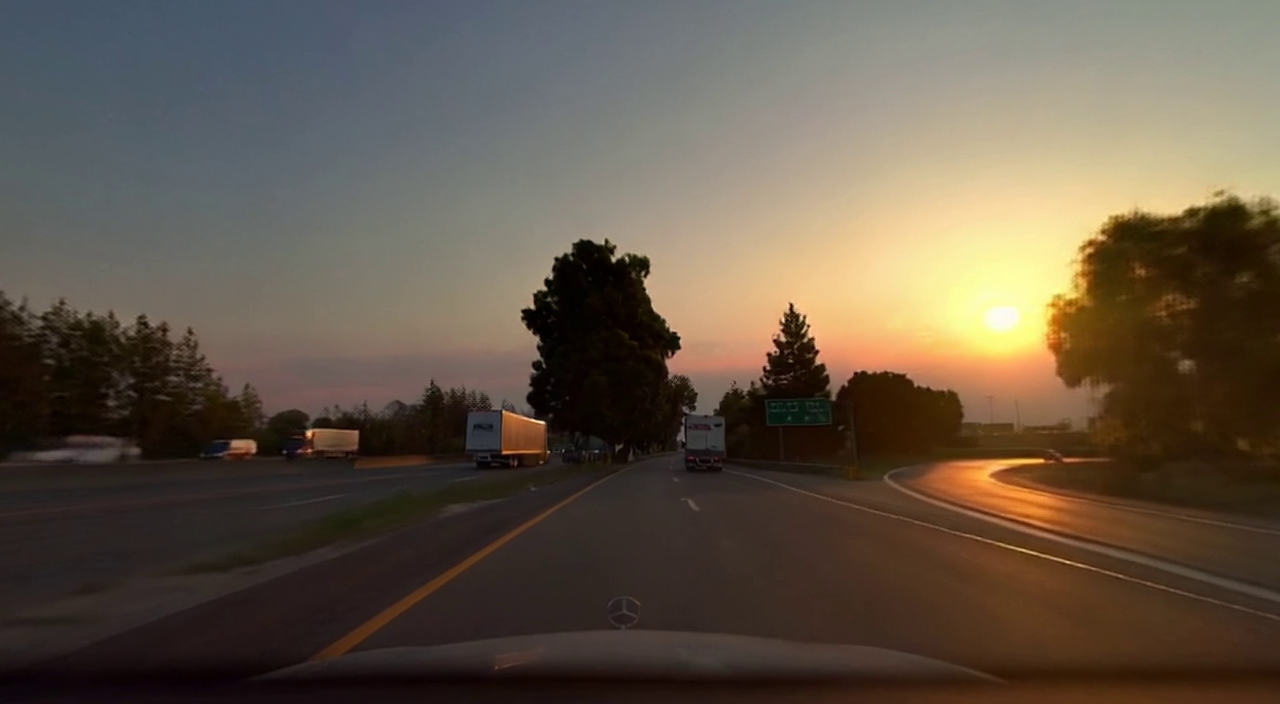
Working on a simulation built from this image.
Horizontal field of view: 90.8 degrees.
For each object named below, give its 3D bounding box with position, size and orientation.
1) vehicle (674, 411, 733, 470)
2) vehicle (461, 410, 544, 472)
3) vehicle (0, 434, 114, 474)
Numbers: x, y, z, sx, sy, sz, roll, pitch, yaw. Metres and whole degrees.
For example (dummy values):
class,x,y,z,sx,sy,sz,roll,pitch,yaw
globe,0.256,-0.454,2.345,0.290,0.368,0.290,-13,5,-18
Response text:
class,x,y,z,sx,sy,sz,roll,pitch,yaw
vehicle,4.299,6.552,45.827,2.928,3.595,13.975,0,-9,0
vehicle,-10.185,6.976,48.774,2.891,4.062,14.230,-1,-9,1
vehicle,-27.280,4.698,29.037,2.024,1.689,4.613,-1,-9,2
